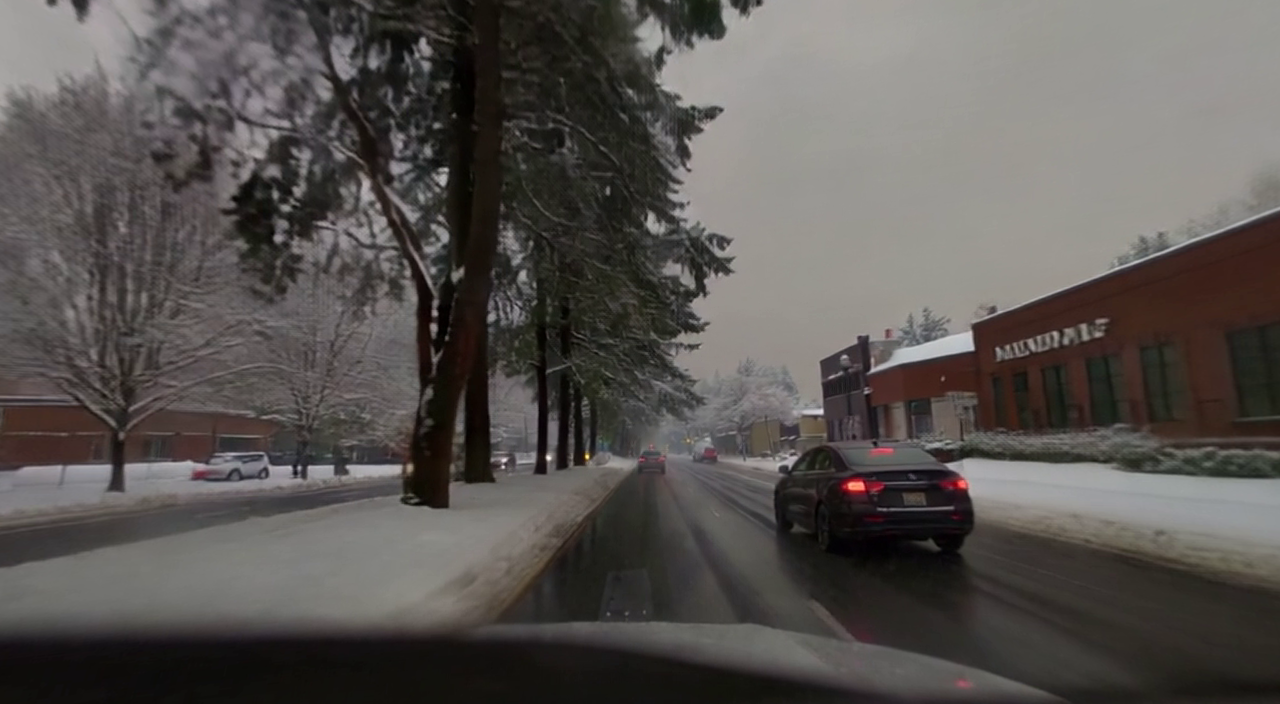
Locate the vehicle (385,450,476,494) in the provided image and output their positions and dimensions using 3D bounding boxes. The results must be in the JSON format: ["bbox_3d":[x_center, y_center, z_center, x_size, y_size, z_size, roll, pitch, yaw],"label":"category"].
[{"bbox_3d":[-8.042,4.612,24.650,1.958,1.487,4.451,0,-8,1],"label":"vehicle"}]

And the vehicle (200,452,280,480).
[{"bbox_3d":[-26.466,7.542,41.952,1.913,1.678,5.017,0,-8,1],"label":"vehicle"}]

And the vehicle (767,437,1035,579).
[{"bbox_3d":[3.216,1.978,8.854,1.989,1.498,4.050,0,-8,0],"label":"vehicle"}]

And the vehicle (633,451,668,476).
[{"bbox_3d":[0.594,6.465,36.679,1.945,1.343,3.827,0,-8,0],"label":"vehicle"}]
